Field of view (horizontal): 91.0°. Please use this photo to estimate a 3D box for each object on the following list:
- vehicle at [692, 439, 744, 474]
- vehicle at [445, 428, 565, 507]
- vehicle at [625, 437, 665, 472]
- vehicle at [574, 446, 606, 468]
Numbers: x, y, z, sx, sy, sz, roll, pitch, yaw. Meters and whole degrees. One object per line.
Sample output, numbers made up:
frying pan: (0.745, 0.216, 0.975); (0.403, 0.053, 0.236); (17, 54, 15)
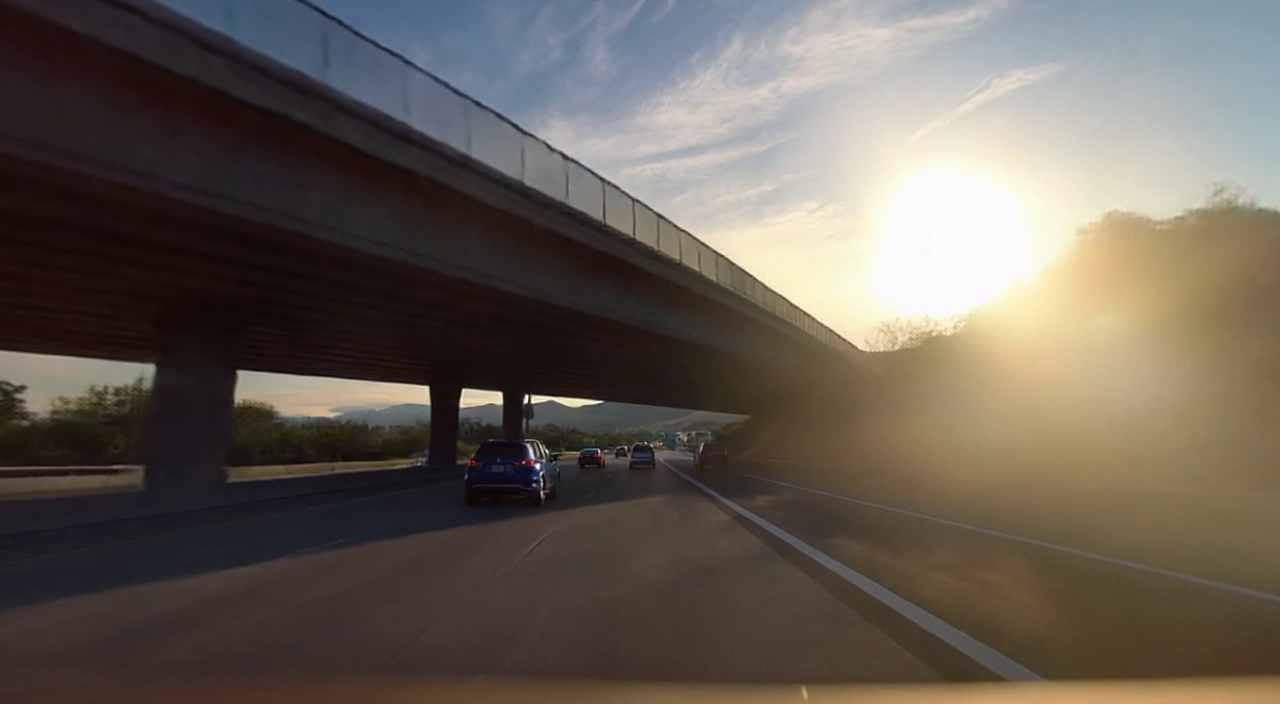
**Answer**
vehicle: (4.222, 5.771, 34.889); (2.231, 1.807, 4.588); (0, -9, -1)
vehicle: (-3.295, 2.945, 16.424); (2.089, 1.751, 4.515); (0, -9, 0)
vehicle: (0.262, 5.954, 36.663); (2.155, 1.909, 4.529); (0, -9, 0)
vehicle: (-3.559, 7.572, 45.517); (1.994, 1.475, 4.171); (0, -9, 0)
